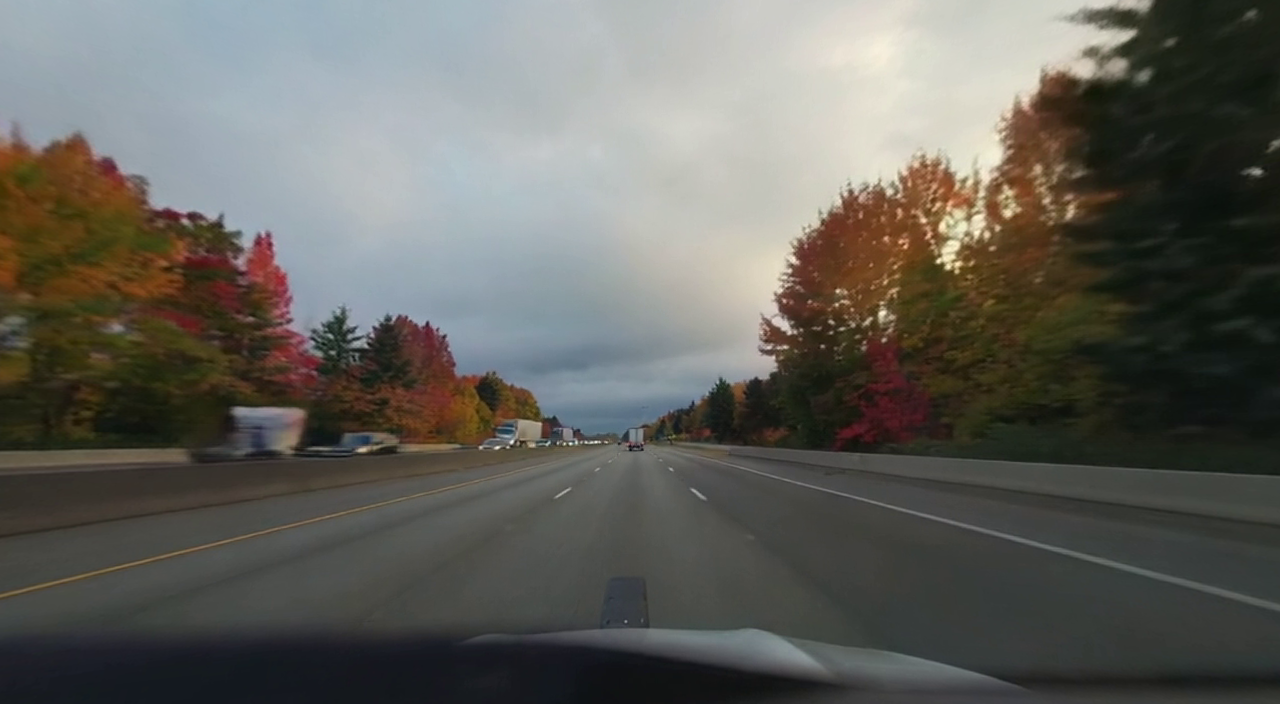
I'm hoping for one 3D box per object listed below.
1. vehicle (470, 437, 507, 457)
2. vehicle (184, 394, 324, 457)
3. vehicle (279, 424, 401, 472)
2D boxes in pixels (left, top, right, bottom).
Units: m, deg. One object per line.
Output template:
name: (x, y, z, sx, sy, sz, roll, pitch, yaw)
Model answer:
vehicle: (-11.958, 7.515, 49.989, 1.925, 1.490, 4.372, 0, -8, -1)
vehicle: (-15.351, 3.040, 25.500, 2.181, 2.282, 5.340, 0, -8, 1)
vehicle: (-11.255, 3.650, 24.104, 2.186, 1.626, 4.920, 0, -8, 1)
